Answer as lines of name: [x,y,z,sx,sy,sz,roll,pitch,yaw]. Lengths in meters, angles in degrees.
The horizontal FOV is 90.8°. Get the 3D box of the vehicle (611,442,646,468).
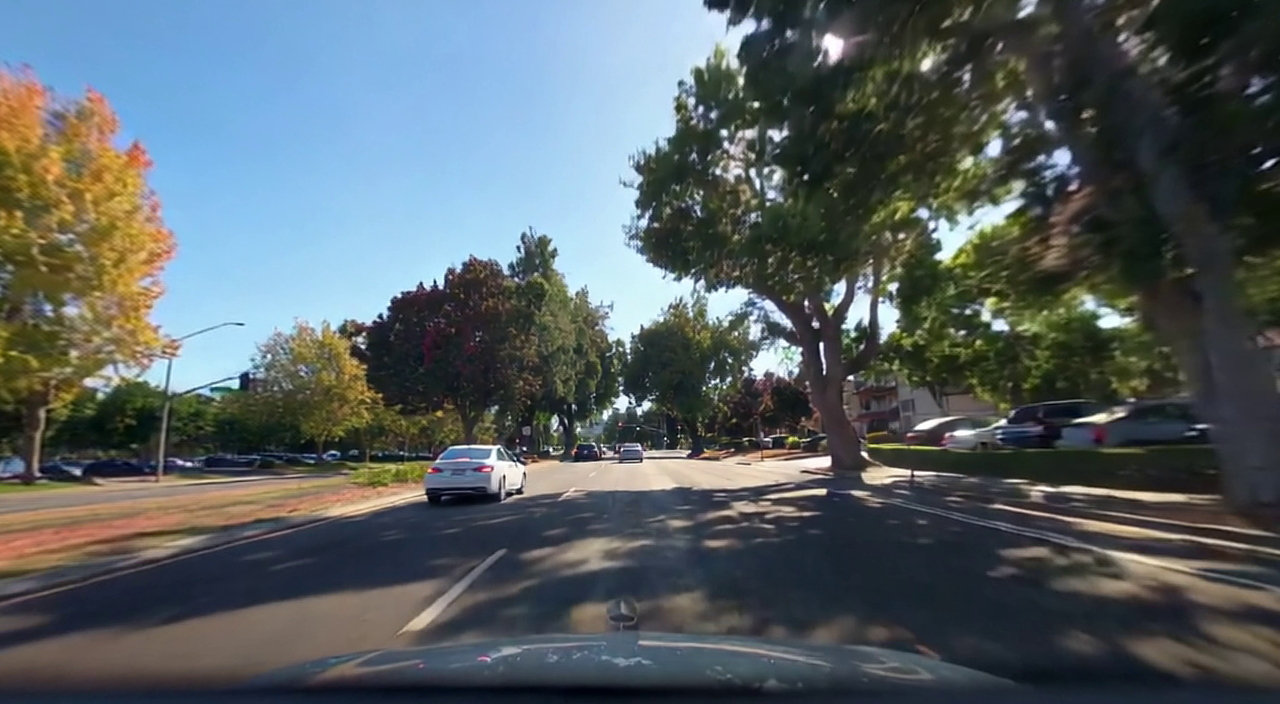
vehicle: [-0.684,6.227,38.344,1.991,1.431,4.199,0,-8,-1]

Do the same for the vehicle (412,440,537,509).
vehicle: [-3.808,2.884,15.410,1.905,1.418,4.396,0,-8,-1]

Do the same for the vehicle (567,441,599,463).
vehicle: [-4.241,7.521,47.556,2.103,1.592,4.160,0,-8,-1]
